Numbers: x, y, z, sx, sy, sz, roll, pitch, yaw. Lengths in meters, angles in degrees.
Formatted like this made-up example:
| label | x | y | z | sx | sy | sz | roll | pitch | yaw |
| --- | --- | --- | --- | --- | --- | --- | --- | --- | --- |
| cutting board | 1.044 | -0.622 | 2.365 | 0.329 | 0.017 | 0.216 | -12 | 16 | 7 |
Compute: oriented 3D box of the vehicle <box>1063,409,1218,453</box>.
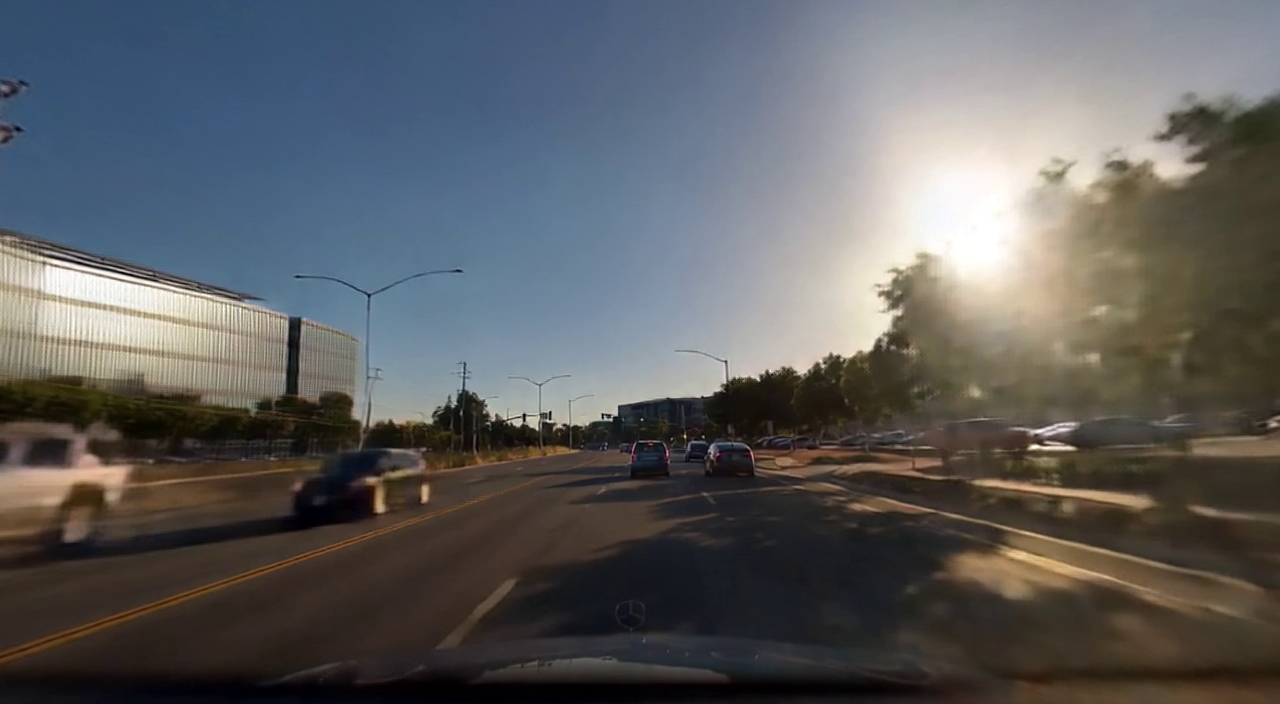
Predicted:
| label | x | y | z | sx | sy | sz | roll | pitch | yaw |
| --- | --- | --- | --- | --- | --- | --- | --- | --- | --- |
| vehicle | 20.750 | 3.392 | 26.433 | 1.943 | 1.617 | 4.713 | 3 | -10 | -17 |

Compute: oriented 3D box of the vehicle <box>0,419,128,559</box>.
| label | x | y | z | sx | sy | sz | roll | pitch | yaw |
| --- | --- | --- | --- | --- | --- | --- | --- | --- | --- |
| vehicle | -9.539 | 1.804 | 7.924 | 2.109 | 1.826 | 4.704 | -4 | -9 | 3 |

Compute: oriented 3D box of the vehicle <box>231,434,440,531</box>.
| label | x | y | z | sx | sy | sz | roll | pitch | yaw |
| --- | --- | --- | --- | --- | --- | --- | --- | --- | --- |
| vehicle | -6.150 | 2.663 | 13.539 | 2.187 | 1.711 | 4.505 | 0 | -8 | 1 |

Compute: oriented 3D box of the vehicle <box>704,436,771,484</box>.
| label | x | y | z | sx | sy | sz | roll | pitch | yaw |
| --- | --- | --- | --- | --- | --- | --- | --- | --- | --- |
| vehicle | 3.691 | 4.149 | 24.565 | 1.914 | 1.698 | 4.049 | 0 | -8 | 0 |

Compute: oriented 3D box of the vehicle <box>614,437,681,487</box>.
| label | x | y | z | sx | sy | sz | roll | pitch | yaw |
| --- | --- | --- | --- | --- | --- | --- | --- | --- | --- |
| vehicle | 0.282 | 3.955 | 22.967 | 2.200 | 1.653 | 4.127 | 0 | -8 | 1 |
